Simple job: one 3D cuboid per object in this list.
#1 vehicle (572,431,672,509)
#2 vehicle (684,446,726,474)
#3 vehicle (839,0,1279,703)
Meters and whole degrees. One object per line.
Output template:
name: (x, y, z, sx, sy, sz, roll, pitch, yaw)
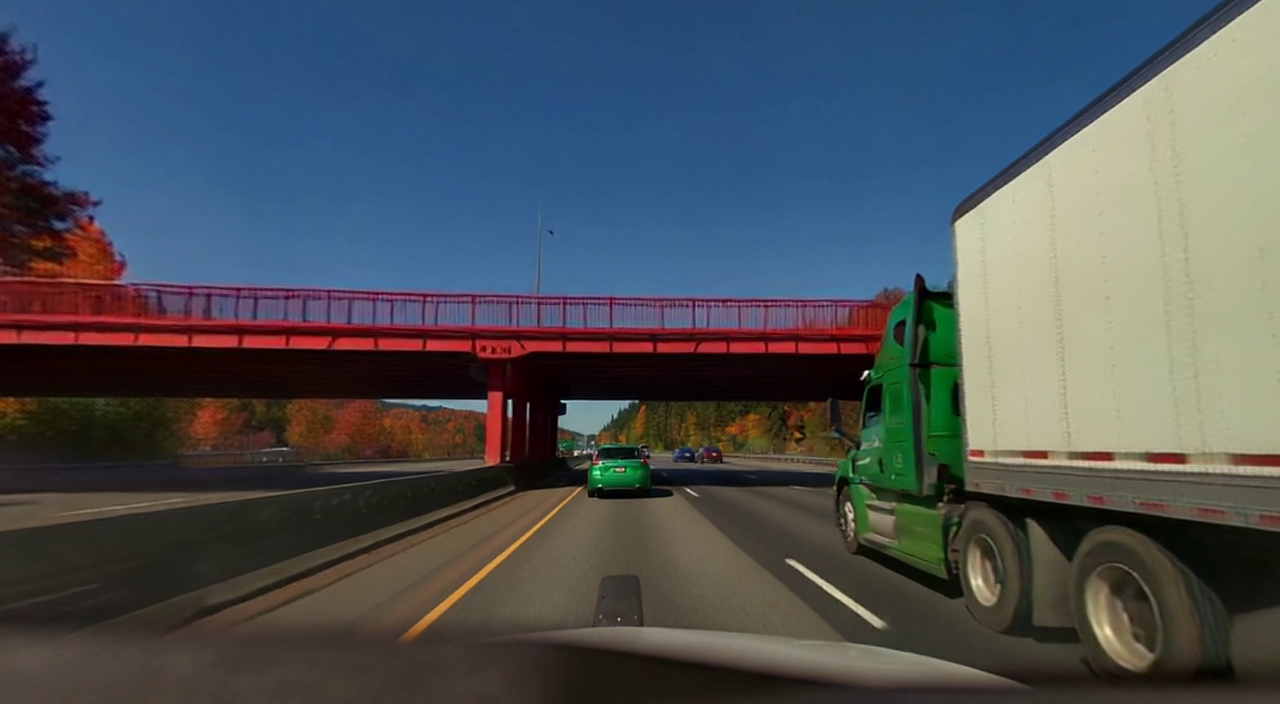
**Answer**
vehicle: (-0.424, 2.970, 16.168, 2.259, 1.699, 4.015, 0, -9, 0)
vehicle: (3.705, 6.231, 36.424, 1.894, 1.487, 3.751, 0, -9, -2)
vehicle: (4.197, -0.094, 3.672, 2.992, 3.920, 8.831, 0, -9, -1)
